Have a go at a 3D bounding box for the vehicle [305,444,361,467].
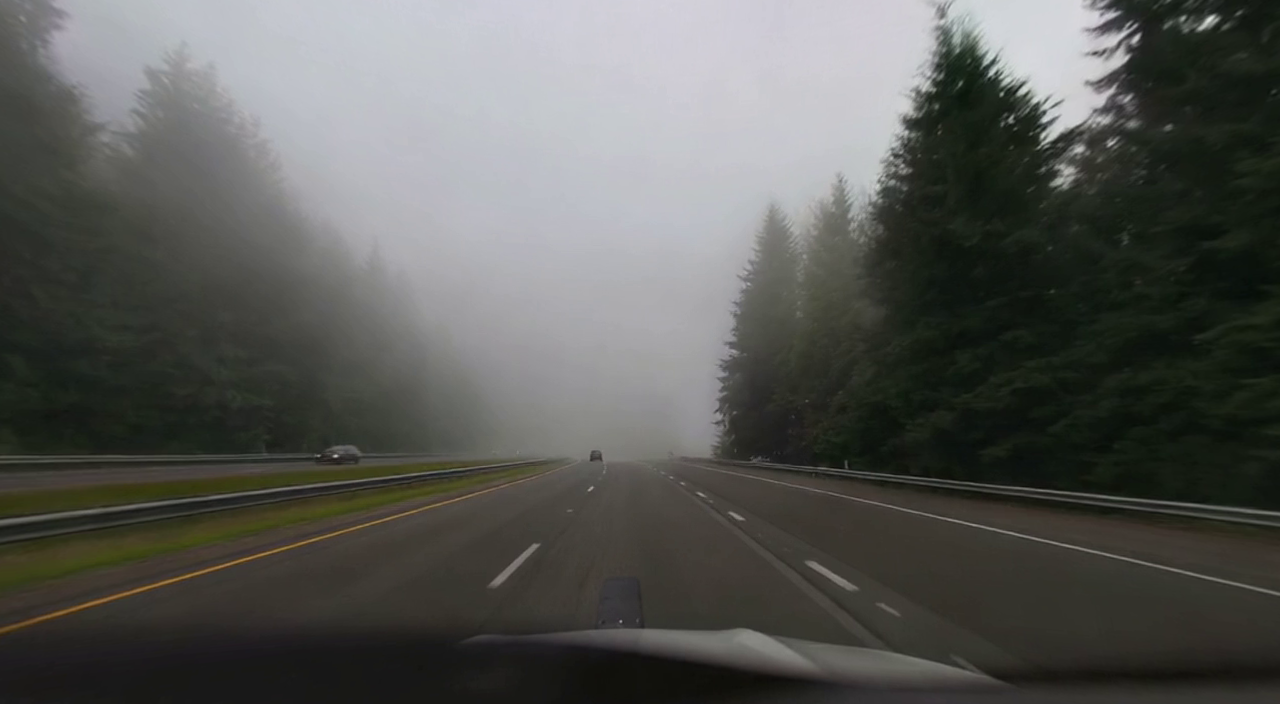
[{"bbox_3d":[-20.783,7.022,42.878,1.832,1.505,4.092,0,-9,-2],"label":"vehicle"}]
